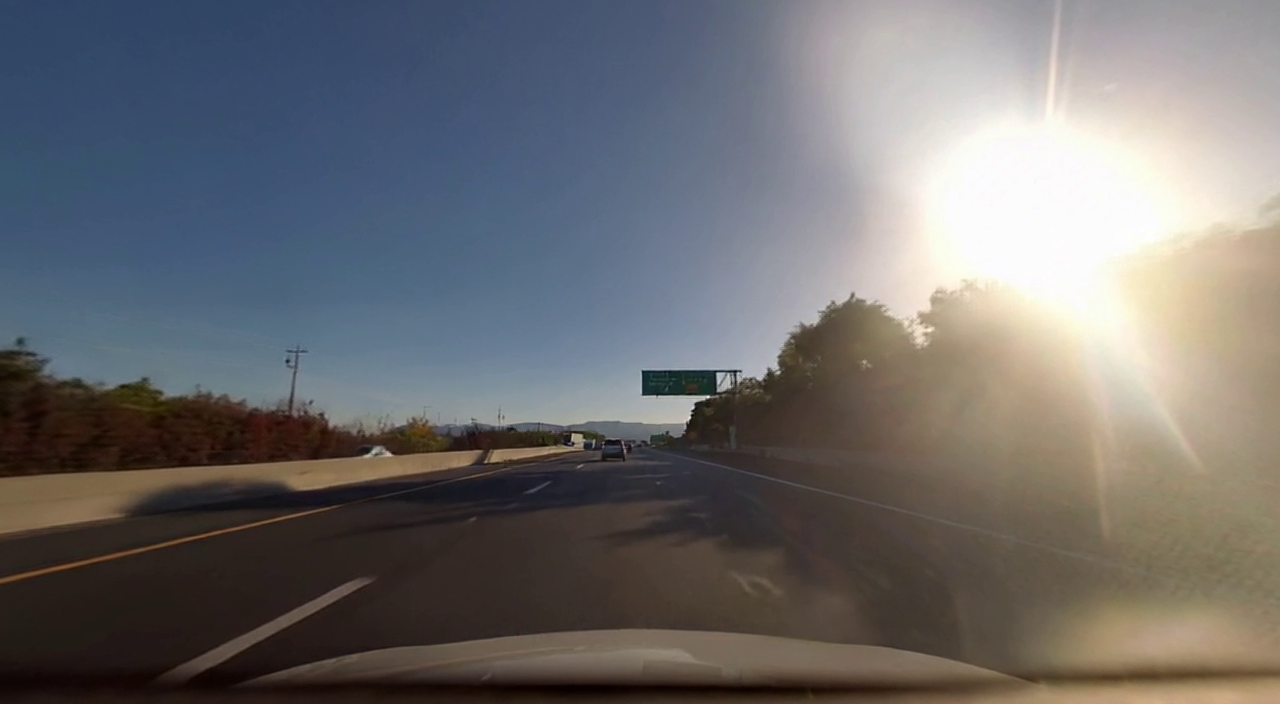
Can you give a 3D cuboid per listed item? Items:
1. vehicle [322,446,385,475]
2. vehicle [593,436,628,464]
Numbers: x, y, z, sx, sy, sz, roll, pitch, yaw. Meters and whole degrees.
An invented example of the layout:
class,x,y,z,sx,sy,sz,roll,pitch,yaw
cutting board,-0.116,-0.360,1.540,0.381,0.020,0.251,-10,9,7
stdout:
class,x,y,z,sx,sy,sz,roll,pitch,yaw
vehicle,-16.380,6.212,36.198,1.812,1.509,3.966,0,-8,-1
vehicle,-1.806,6.096,39.159,2.111,1.635,4.177,0,-8,-2
